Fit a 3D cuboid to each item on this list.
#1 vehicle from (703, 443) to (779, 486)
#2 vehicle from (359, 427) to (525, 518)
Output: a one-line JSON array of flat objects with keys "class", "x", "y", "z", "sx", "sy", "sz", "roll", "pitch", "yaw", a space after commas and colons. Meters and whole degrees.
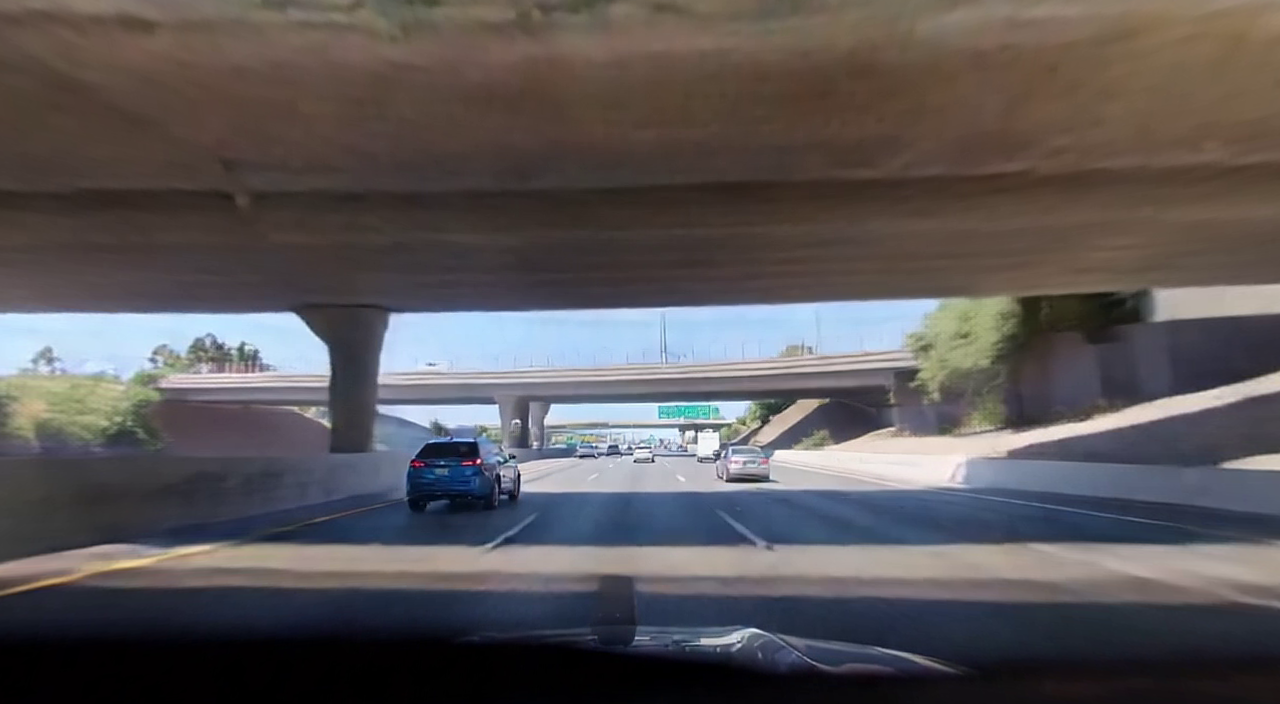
[{"class": "vehicle", "x": 3.693, "y": 4.174, "z": 23.886, "sx": 2.083, "sy": 1.453, "sz": 4.307, "roll": 0, "pitch": -8, "yaw": -1}, {"class": "vehicle", "x": -3.995, "y": 2.495, "z": 13.611, "sx": 2.193, "sy": 1.641, "sz": 4.077, "roll": 0, "pitch": -8, "yaw": 1}]
